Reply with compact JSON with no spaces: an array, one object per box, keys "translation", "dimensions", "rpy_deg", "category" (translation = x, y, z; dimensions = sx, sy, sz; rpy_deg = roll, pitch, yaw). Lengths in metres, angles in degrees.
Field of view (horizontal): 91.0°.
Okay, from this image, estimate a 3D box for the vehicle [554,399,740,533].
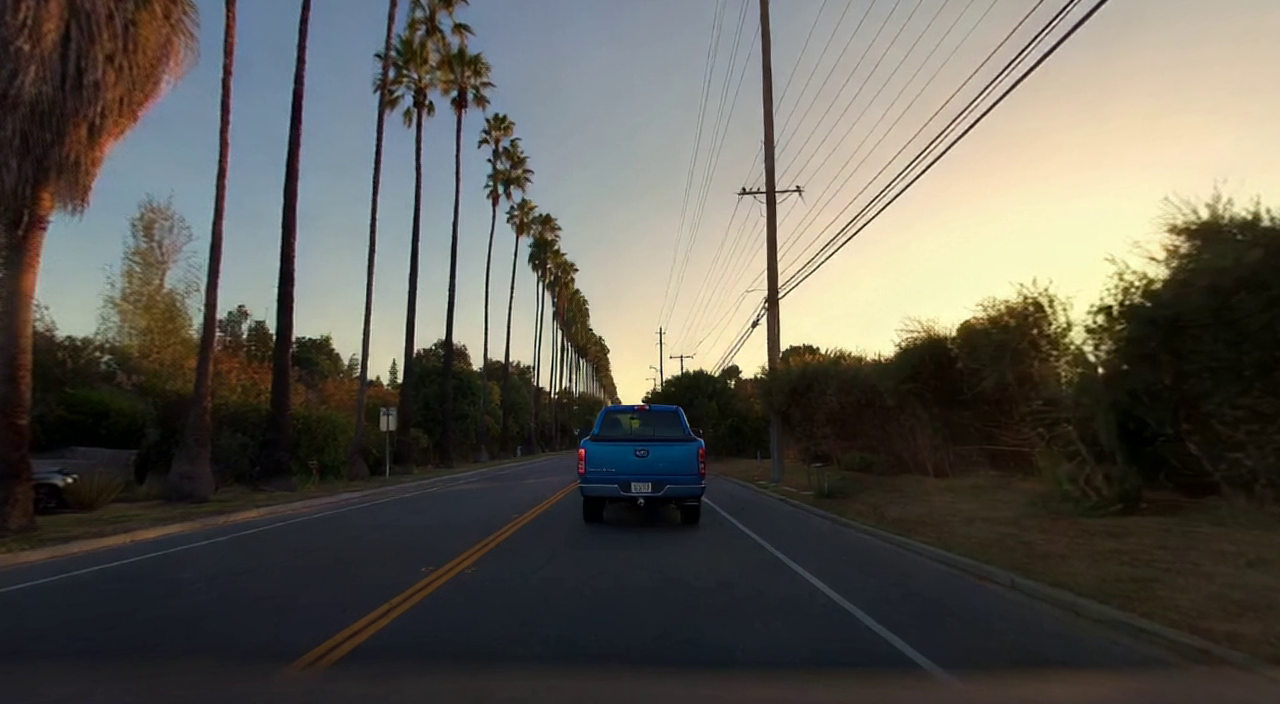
[{"translation":[0.061,2.155,12.491],"dimensions":[2.803,2.005,5.885],"rpy_deg":[0,-8,-1],"category":"vehicle"}]
